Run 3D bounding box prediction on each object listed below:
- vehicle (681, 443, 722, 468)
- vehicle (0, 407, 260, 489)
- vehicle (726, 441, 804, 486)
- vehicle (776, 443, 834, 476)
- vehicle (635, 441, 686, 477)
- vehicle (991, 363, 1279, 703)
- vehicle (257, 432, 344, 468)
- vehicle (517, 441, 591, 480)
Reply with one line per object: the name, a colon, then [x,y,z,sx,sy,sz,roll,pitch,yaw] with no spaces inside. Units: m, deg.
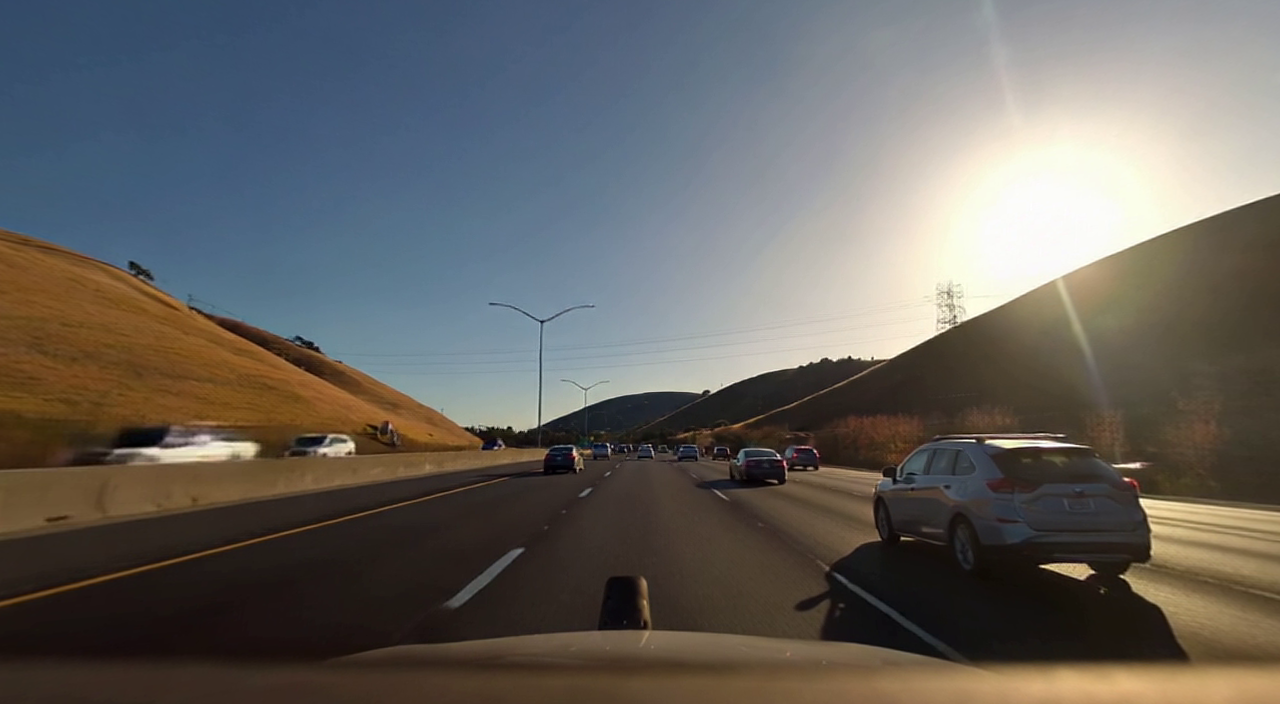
vehicle: [3.849,6.583,40.294,2.177,1.453,4.205,0,-8,0]
vehicle: [-14.285,2.755,18.195,2.547,1.937,6.432,0,-8,1]
vehicle: [4.426,4.004,22.976,1.867,1.465,4.093,0,-8,-1]
vehicle: [8.223,5.360,31.733,1.843,1.505,4.007,0,-8,0]
vehicle: [0.869,4.815,28.701,2.138,1.473,4.392,0,-8,0]
vehicle: [3.863,0.880,2.738,2.018,1.670,4.658,0,-8,1]
vehicle: [-17.360,5.038,32.536,1.965,1.712,4.376,0,-8,1]
vehicle: [-3.332,4.301,25.300,2.232,1.438,4.163,-1,-8,2]
